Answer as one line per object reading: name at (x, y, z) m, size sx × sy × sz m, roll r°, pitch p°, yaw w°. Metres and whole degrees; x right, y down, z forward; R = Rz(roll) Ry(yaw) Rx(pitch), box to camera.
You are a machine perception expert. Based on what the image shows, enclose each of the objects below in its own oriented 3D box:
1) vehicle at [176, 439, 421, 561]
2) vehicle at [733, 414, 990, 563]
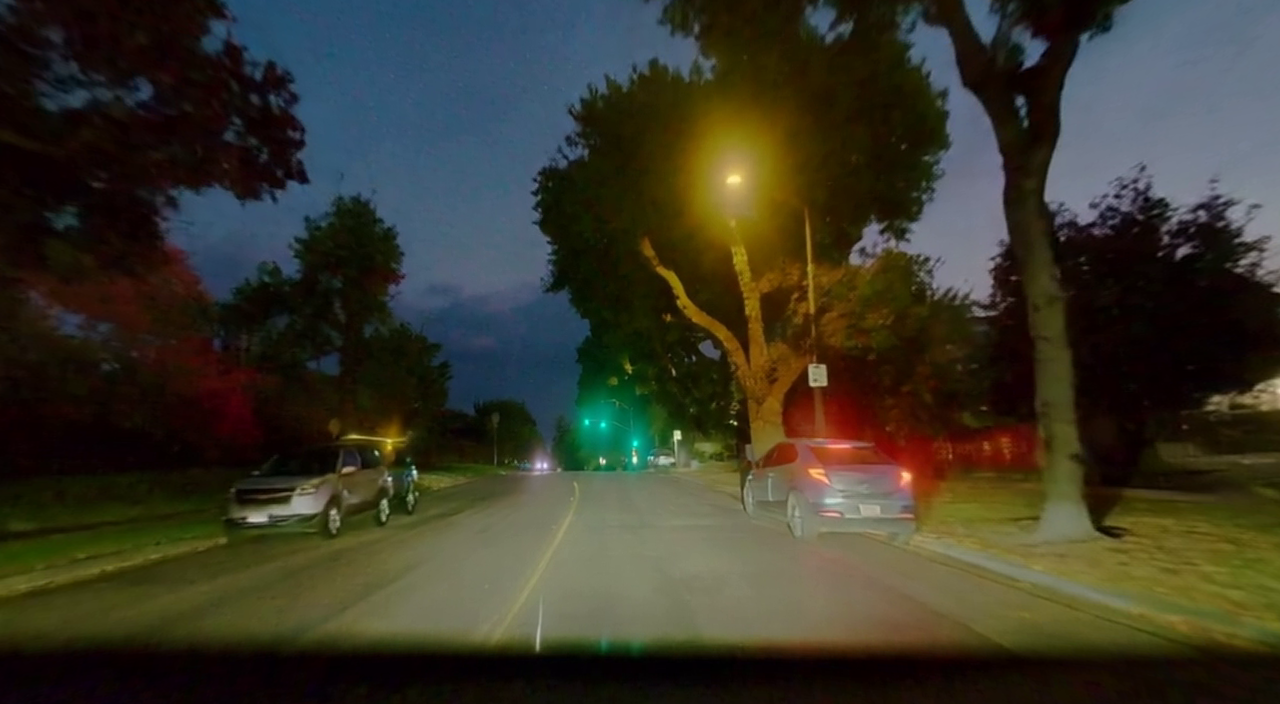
vehicle at (-5.699, 2.429, 11.371) m, size 2.051 × 1.575 × 4.581 m, roll -3°, pitch -7°, yaw -3°
vehicle at (3.011, 1.961, 9.824) m, size 2.163 × 1.742 × 4.239 m, roll 0°, pitch -8°, yaw -5°
